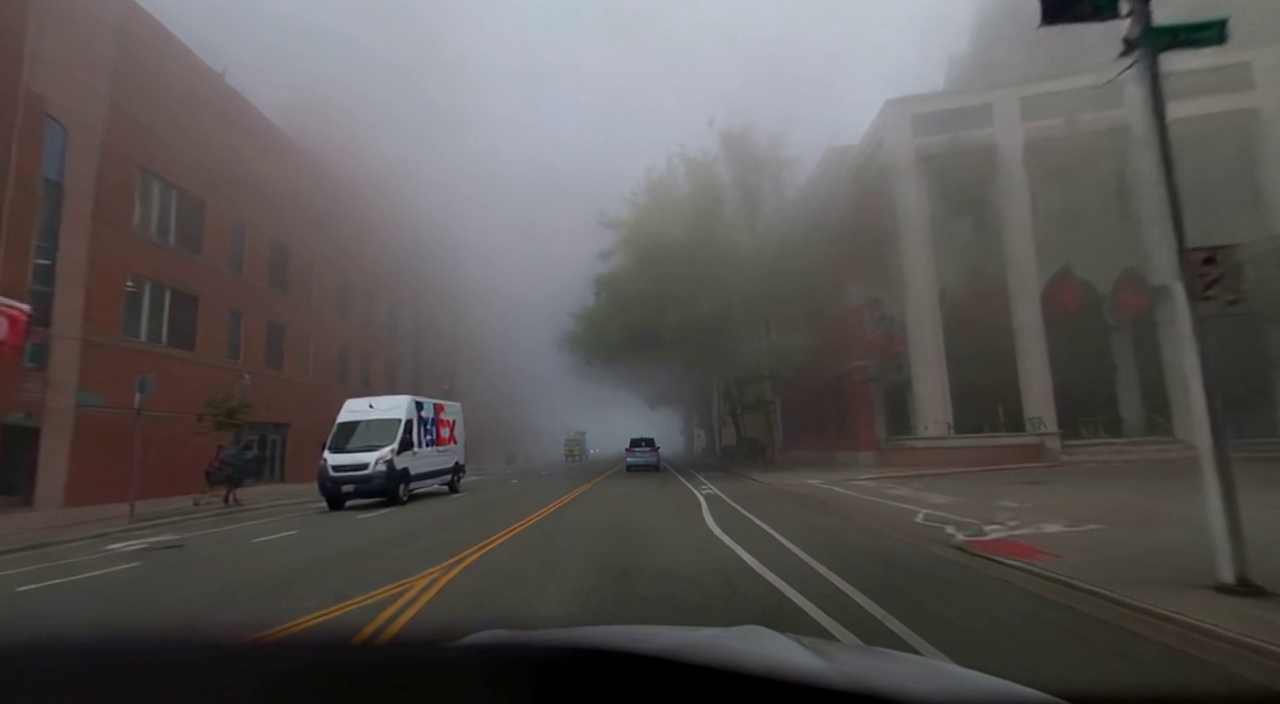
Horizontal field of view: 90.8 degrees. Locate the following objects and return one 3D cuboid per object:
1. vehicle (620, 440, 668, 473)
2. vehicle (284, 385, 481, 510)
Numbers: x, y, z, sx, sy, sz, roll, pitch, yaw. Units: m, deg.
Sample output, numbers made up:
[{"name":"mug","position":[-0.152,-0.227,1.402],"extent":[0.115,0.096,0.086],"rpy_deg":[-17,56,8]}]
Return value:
[{"name":"vehicle","position":[0.253,5.494,33.529],"extent":[2.356,1.572,4.810],"rpy_deg":[0,-8,2]},{"name":"vehicle","position":[-7.212,2.839,19.122],"extent":[2.754,3.065,7.103],"rpy_deg":[0,-8,2]}]
